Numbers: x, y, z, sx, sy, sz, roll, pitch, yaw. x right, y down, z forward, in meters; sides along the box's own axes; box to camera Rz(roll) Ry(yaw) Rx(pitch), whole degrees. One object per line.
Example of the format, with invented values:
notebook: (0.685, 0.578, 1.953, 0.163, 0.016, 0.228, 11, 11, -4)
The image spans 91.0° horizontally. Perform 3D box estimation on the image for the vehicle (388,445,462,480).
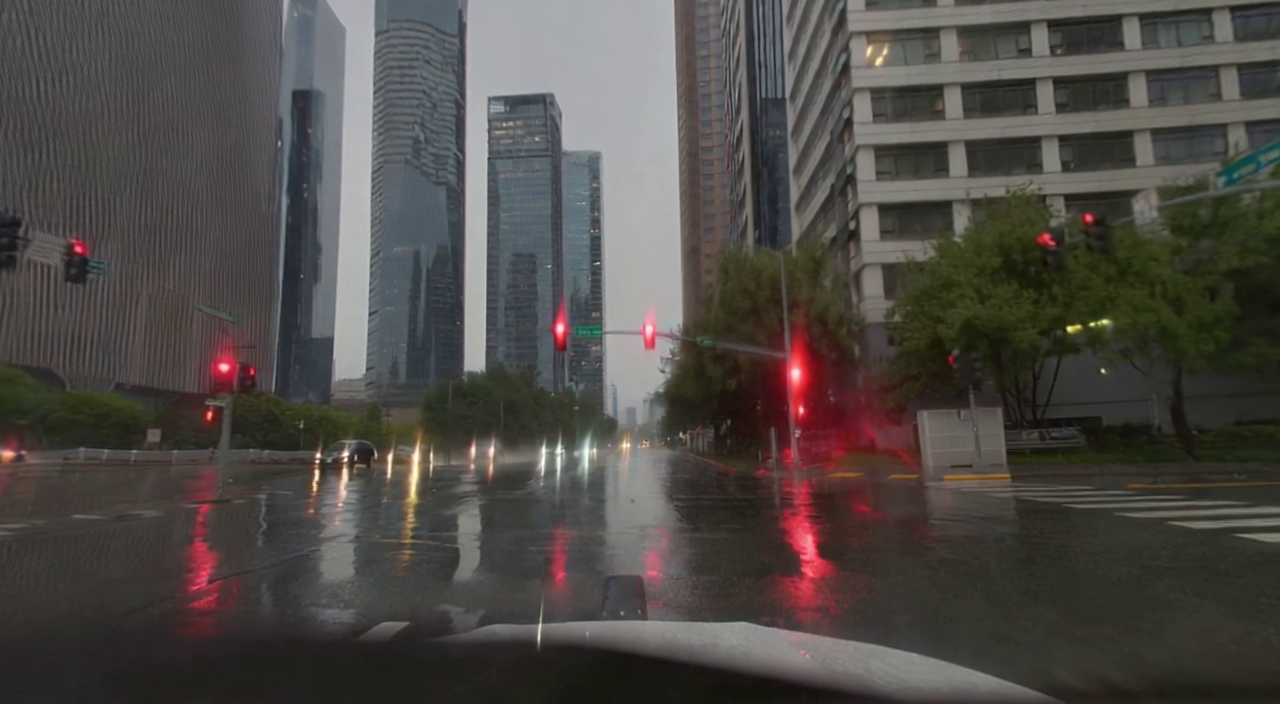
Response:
vehicle: (-11.649, 5.994, 34.459, 2.069, 1.771, 4.947, 0, -9, 3)
